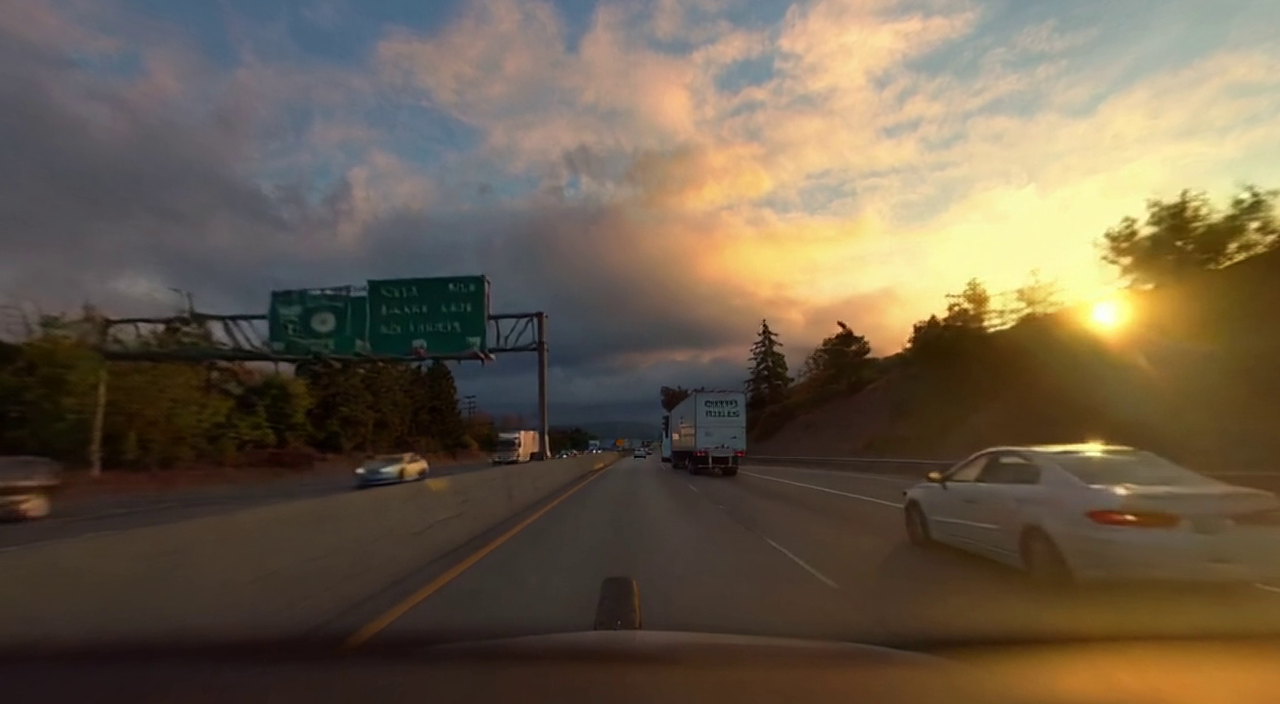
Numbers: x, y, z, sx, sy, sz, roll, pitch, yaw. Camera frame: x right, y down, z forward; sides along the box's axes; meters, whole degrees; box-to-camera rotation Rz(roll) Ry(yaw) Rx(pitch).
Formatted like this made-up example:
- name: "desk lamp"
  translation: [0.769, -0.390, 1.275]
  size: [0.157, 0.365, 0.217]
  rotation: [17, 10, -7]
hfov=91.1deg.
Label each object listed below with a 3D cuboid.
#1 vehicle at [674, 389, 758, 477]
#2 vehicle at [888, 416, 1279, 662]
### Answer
- name: "vehicle"
  translation: [3.926, 4.878, 36.360]
  size: [2.926, 4.060, 14.068]
  rotation: [0, -9, -1]
- name: "vehicle"
  translation: [4.191, 1.460, 5.954]
  size: [1.917, 1.471, 4.149]
  rotation: [0, -9, -1]
